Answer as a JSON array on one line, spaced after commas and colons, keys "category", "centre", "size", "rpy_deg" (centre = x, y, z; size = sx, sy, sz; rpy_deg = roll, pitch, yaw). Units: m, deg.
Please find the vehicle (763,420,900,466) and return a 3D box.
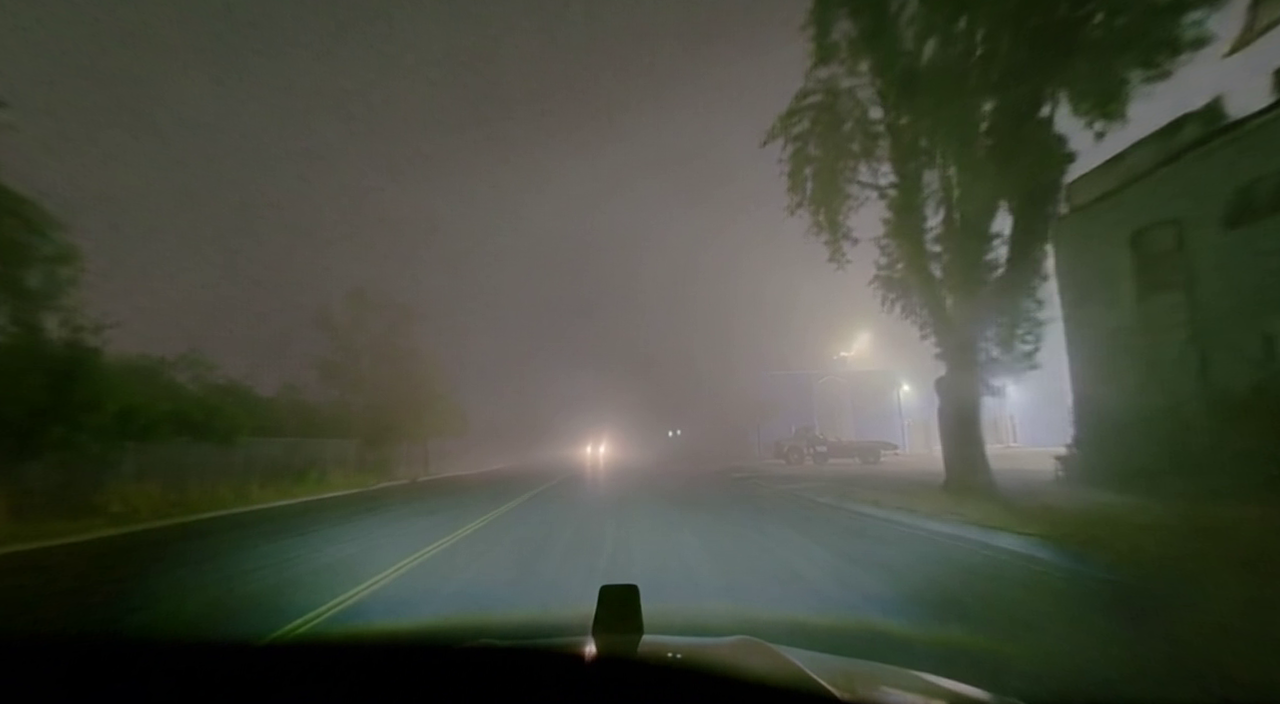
[{"category": "vehicle", "centre": [11.274, 5.400, 37.580], "size": [7.188, 2.416, 2.528], "rpy_deg": [-2, -8, -3]}]
